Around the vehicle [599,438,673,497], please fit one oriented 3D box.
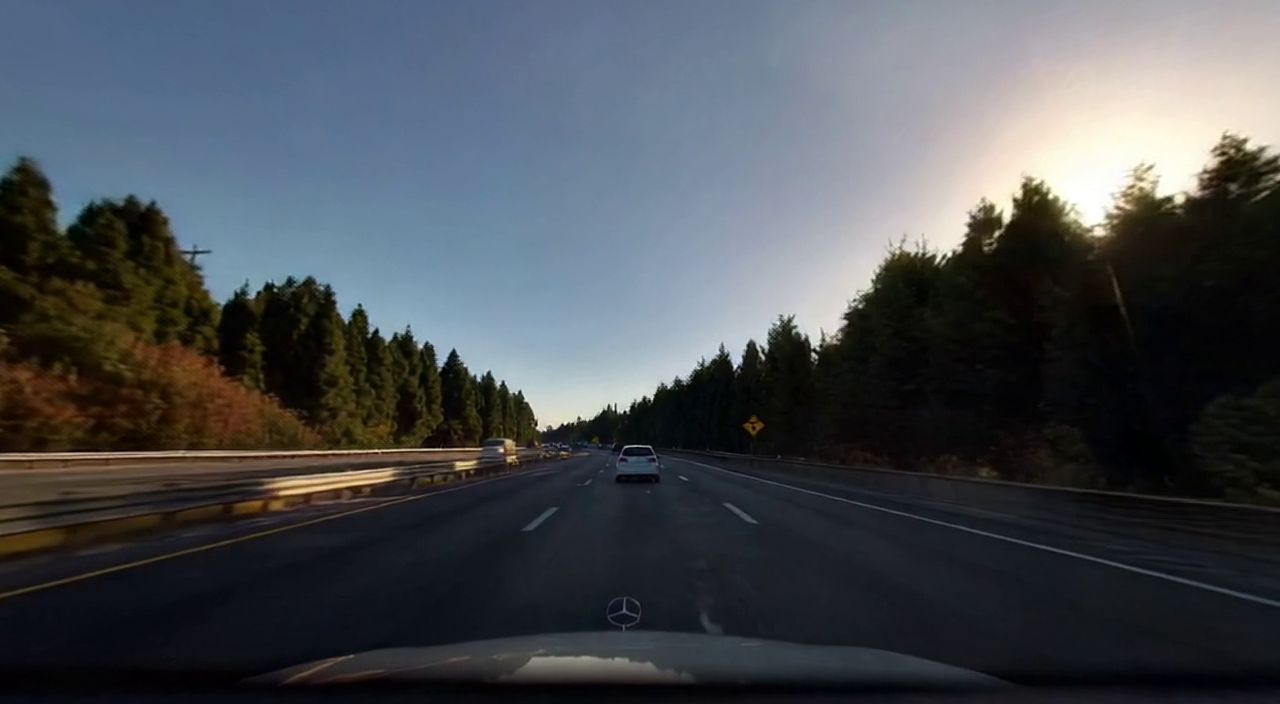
[{"bbox_3d":[-0.126,3.456,19.207,2.011,1.590,3.607,0,-9,-1],"label":"vehicle"}]
